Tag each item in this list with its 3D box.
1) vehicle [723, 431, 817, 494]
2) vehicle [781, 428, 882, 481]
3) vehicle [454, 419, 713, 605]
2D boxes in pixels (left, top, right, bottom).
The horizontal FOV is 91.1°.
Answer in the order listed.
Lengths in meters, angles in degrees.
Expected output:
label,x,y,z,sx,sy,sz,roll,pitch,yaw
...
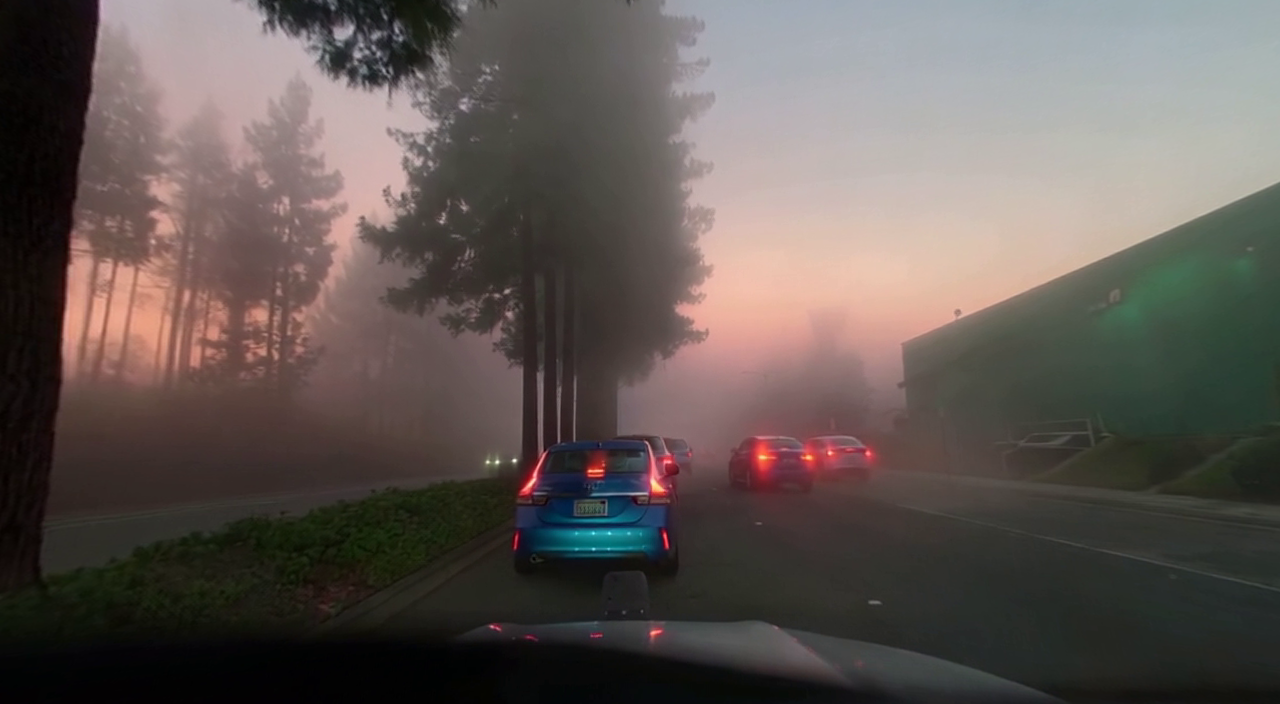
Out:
label,x,y,z,sx,sy,sz,roll,pitch,yaw
vehicle,3.751,3.266,18.907,1.946,1.648,4.230,0,-8,0
vehicle,7.394,4.021,24.915,2.253,1.854,5.409,0,-8,0
vehicle,-0.488,1.612,7.222,2.111,1.506,4.018,0,-8,-1
